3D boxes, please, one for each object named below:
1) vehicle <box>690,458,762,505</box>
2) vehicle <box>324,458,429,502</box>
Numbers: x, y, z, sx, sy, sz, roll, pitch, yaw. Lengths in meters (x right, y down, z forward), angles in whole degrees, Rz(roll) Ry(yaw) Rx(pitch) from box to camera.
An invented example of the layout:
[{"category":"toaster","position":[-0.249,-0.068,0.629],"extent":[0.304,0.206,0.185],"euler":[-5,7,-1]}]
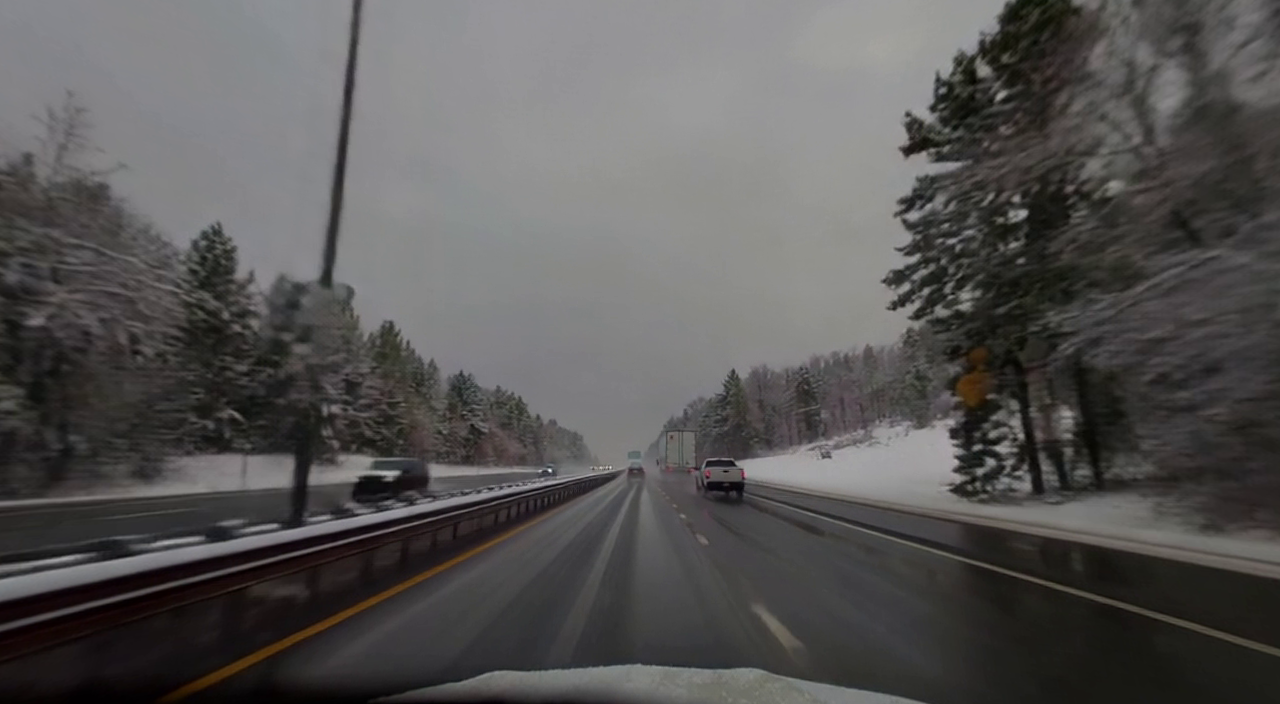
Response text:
[{"category":"vehicle","position":[3.299,5.136,25.195],"extent":[2.124,1.662,4.641],"euler":[1,-10,-1]},{"category":"vehicle","position":[-10.354,5.061,25.175],"extent":[2.228,1.550,4.490],"euler":[1,-10,0]}]
